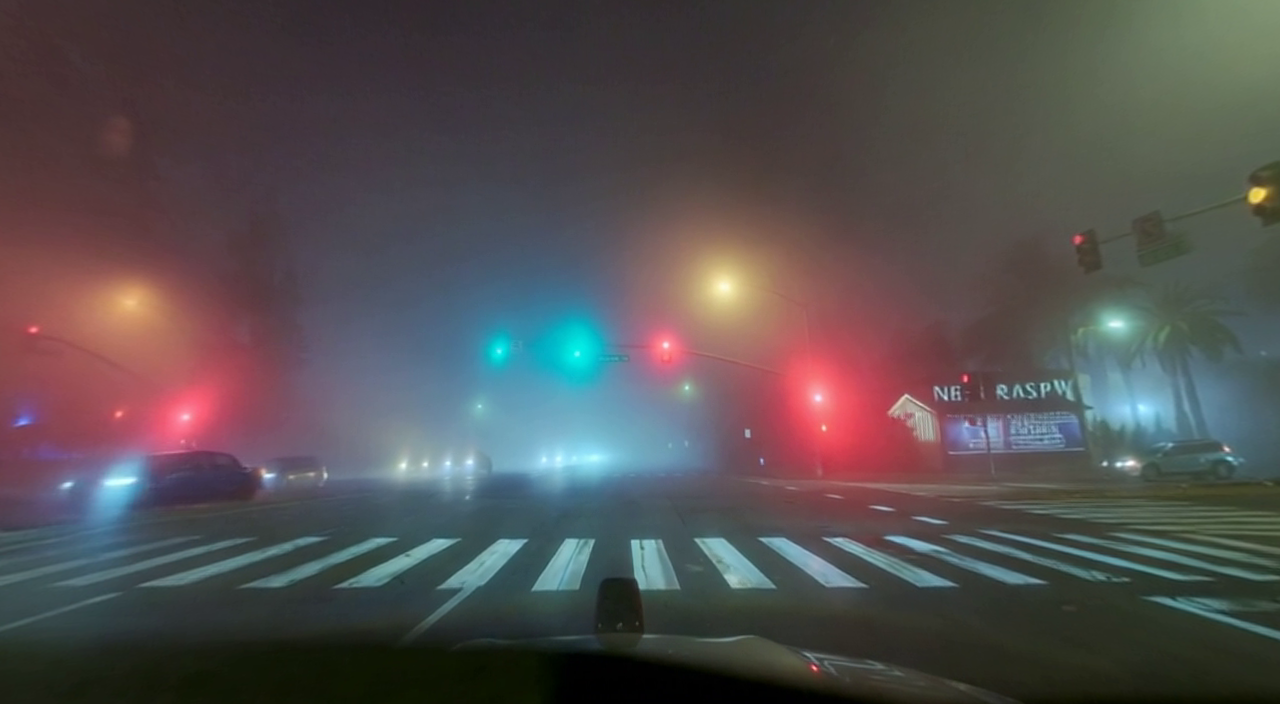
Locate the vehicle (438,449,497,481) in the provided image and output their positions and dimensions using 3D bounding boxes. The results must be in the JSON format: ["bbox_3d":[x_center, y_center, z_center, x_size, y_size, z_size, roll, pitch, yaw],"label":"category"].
[{"bbox_3d":[-9.716,6.375,36.051,2.074,1.681,4.417,0,-9,0],"label":"vehicle"}]

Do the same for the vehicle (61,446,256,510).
[{"bbox_3d":[-14.282,3.727,19.222,2.074,1.671,4.755,0,-9,2],"label":"vehicle"}]

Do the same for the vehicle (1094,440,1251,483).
[{"bbox_3d":[22.214,4.566,26.505,4.533,1.676,2.236,0,-9,-1],"label":"vehicle"}]

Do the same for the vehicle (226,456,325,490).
[{"bbox_3d":[-17.487,5.800,30.604,1.874,1.467,4.768,0,-9,1],"label":"vehicle"}]
